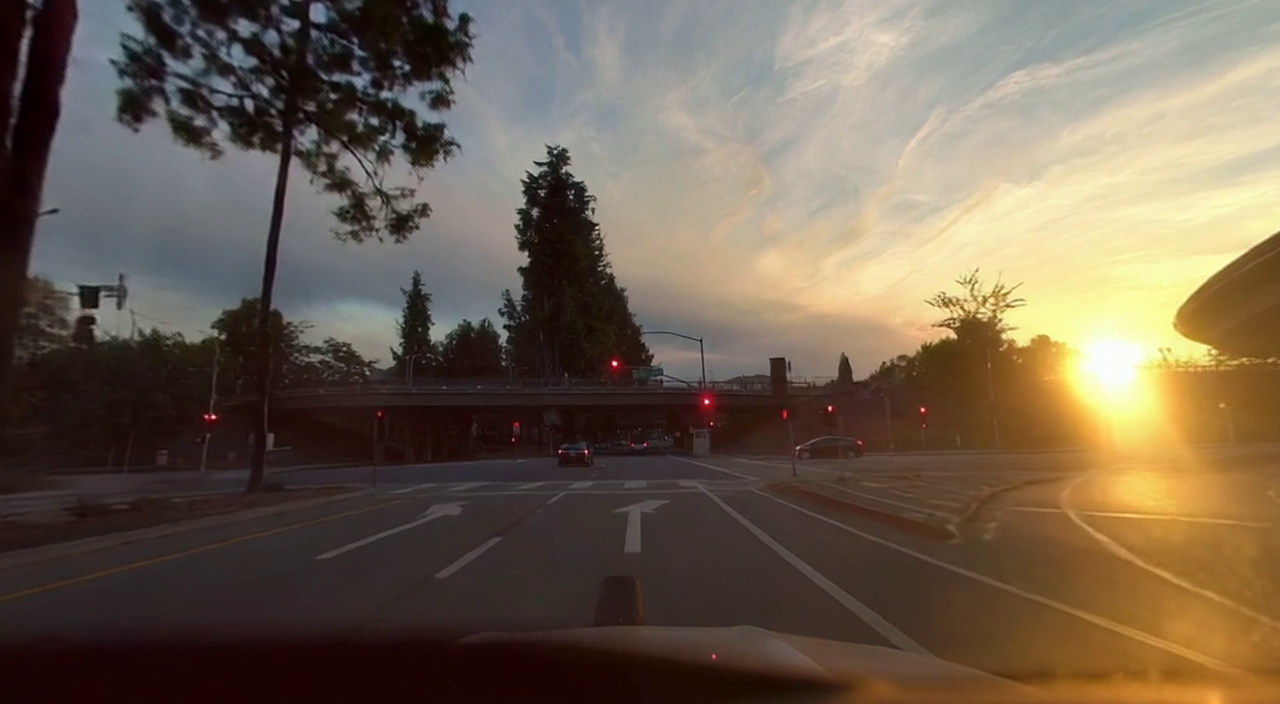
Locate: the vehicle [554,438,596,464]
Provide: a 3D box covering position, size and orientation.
[{"bbox_3d":[-3.869,6.051,38.485,2.082,1.472,4.310,0,-9,0],"label":"vehicle"}]

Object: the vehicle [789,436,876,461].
[{"bbox_3d":[11.690,5.887,38.602,4.691,1.466,1.800,1,-9,-6],"label":"vehicle"}]
